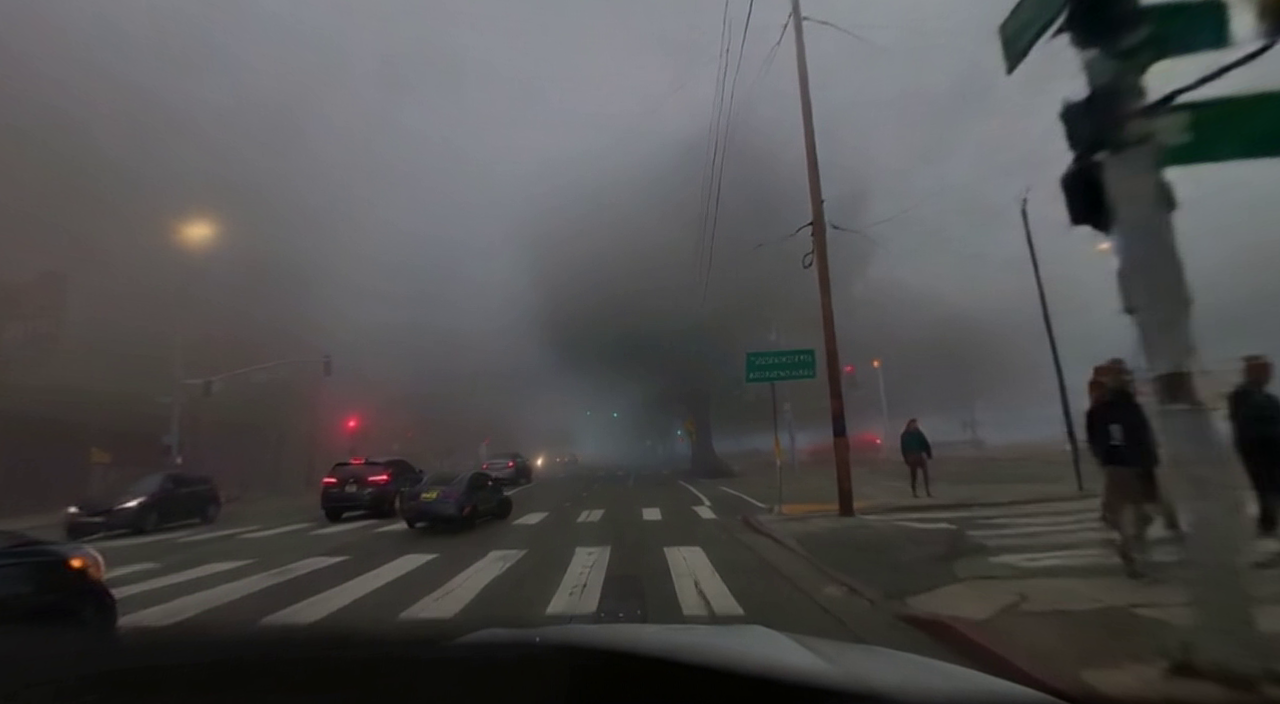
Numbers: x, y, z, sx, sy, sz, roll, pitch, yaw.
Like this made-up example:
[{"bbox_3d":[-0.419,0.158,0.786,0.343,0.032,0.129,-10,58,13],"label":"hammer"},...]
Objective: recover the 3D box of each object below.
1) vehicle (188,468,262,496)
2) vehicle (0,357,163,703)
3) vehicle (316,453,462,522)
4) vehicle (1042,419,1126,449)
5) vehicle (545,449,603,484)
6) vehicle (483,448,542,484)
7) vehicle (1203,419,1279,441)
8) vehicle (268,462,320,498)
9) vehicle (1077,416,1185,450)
[{"bbox_3d":[-26.839,8.386,40.713,3.960,1.600,1.885,-3,-9,19],"label":"vehicle"},{"bbox_3d":[-3.278,0.638,0.615,2.042,1.673,4.516,-1,-8,0],"label":"vehicle"},{"bbox_3d":[-6.421,3.486,16.782,1.960,1.479,4.654,-1,-8,0],"label":"vehicle"},{"bbox_3d":[24.965,4.687,35.543,1.690,1.559,3.521,2,-10,-13],"label":"vehicle"},{"bbox_3d":[-3.044,5.372,29.927,2.147,1.472,4.406,-1,-8,2],"label":"vehicle"},{"bbox_3d":[-6.314,5.667,31.629,2.012,1.664,3.917,-1,-8,2],"label":"vehicle"},{"bbox_3d":[46.289,6.051,48.377,1.731,1.495,4.286,-1,-8,-5],"label":"vehicle"},{"bbox_3d":[-18.132,6.680,33.147,1.964,1.569,4.256,3,-9,-24],"label":"vehicle"},{"bbox_3d":[27.779,4.677,35.867,2.083,1.668,4.638,-1,-9,-5],"label":"vehicle"}]
